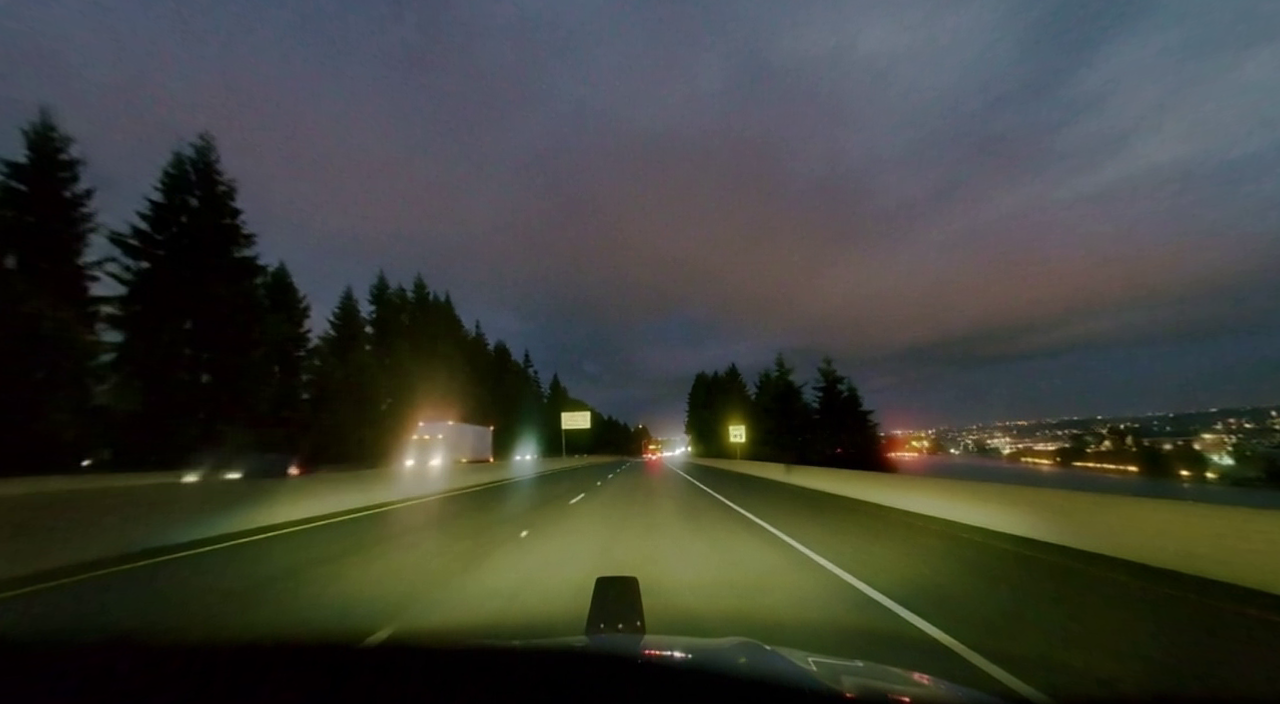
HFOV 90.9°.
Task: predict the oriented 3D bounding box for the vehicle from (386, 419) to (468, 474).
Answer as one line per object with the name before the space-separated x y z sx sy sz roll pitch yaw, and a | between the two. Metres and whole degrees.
vehicle | -16.459 7.455 49.643 2.898 3.875 9.397 0 -9 1

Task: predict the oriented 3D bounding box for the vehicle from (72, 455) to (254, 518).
vehicle | -12.751 3.584 17.226 1.868 1.451 3.891 0 -9 1
